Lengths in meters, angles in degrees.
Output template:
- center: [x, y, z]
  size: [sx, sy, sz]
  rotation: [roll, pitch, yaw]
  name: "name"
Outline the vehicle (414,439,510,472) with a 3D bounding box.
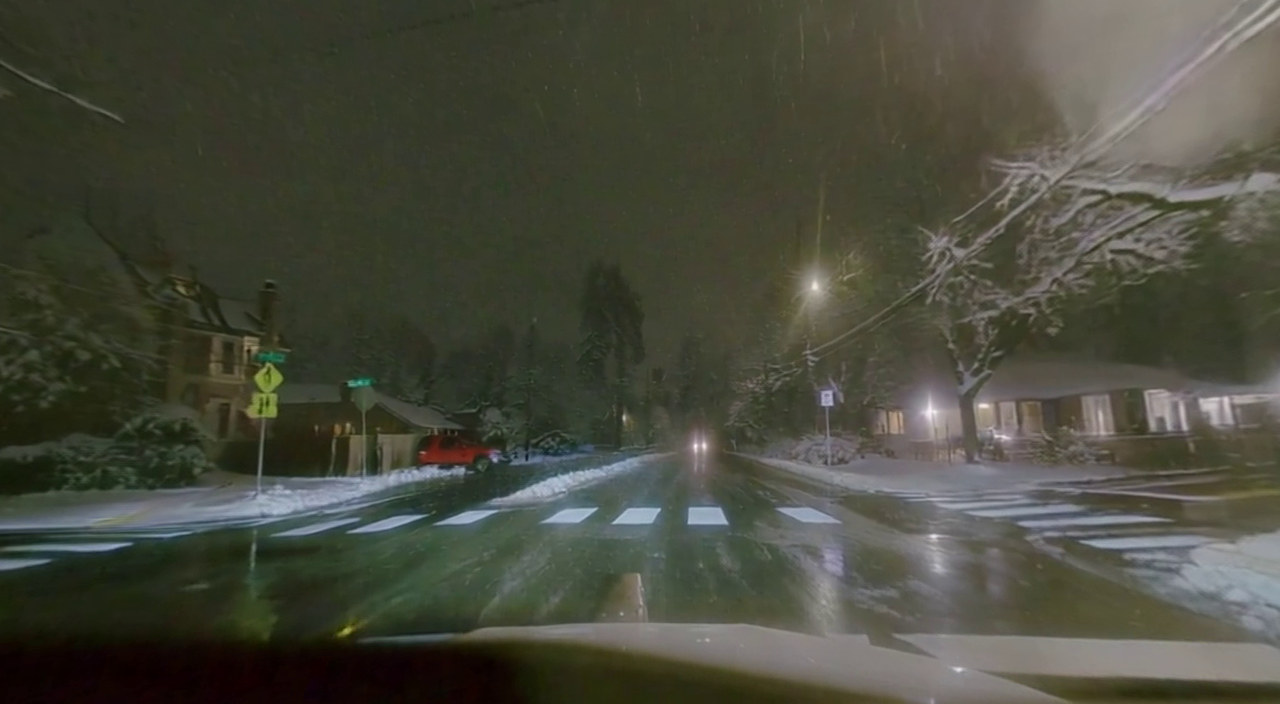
- center: [-9.085, 5.265, 32.372]
  size: [4.377, 1.596, 1.836]
  rotation: [-2, -9, 14]
  name: "vehicle"
